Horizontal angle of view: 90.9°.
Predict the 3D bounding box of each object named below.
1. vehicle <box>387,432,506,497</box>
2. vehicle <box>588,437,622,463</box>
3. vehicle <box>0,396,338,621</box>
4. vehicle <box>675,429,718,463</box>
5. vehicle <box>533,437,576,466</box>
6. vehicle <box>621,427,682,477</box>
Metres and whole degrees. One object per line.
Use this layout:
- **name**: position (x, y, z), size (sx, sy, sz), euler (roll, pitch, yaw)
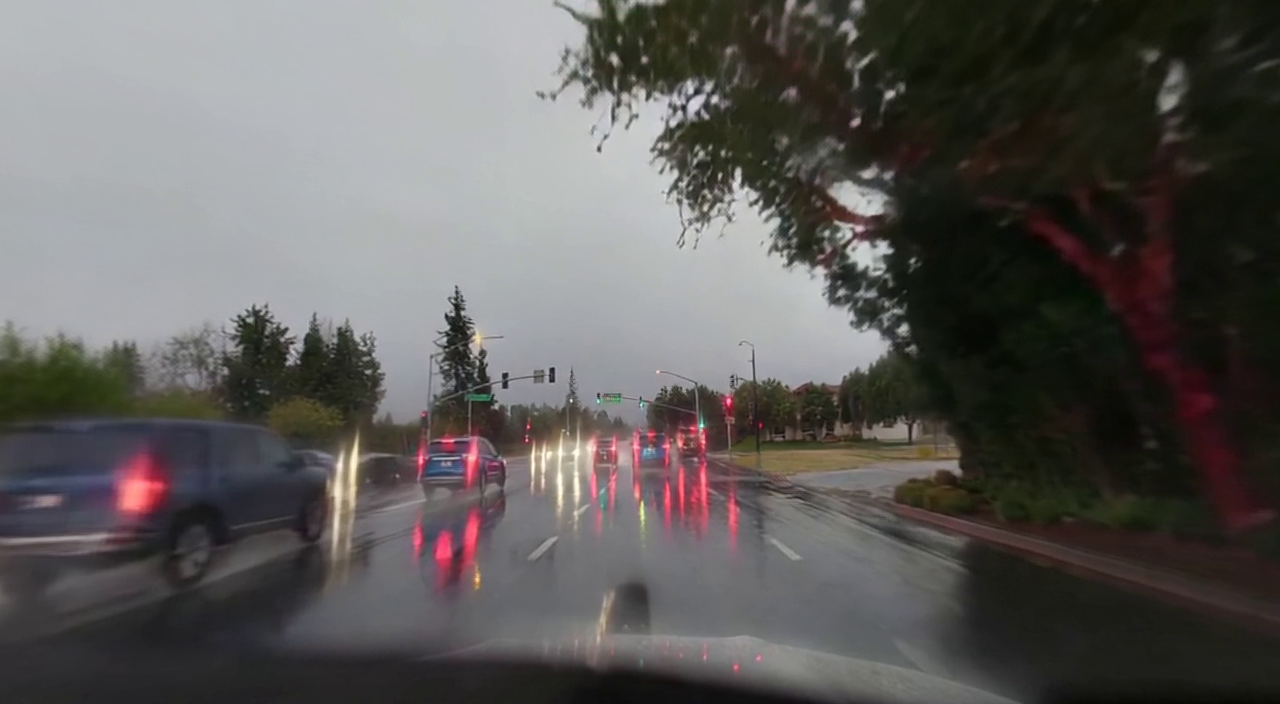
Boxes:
- **vehicle**: position (-5.511, 3.263, 18.675), size (2.052, 1.664, 4.476), euler (0, -9, 1)
- **vehicle**: position (-2.303, 6.648, 42.948), size (2.058, 1.659, 4.514), euler (0, -8, 0)
- **vehicle**: position (-5.445, 1.513, 7.029), size (2.193, 1.687, 4.507), euler (0, -9, -5)
- **vehicle**: position (3.666, 6.255, 42.047), size (2.338, 2.063, 5.672), euler (0, -9, 0)
- **vehicle**: position (-5.285, 6.237, 39.464), size (2.108, 1.689, 4.316), euler (0, -8, 0)
- **vehicle**: position (0.442, 3.991, 25.262), size (2.235, 1.778, 4.178), euler (0, -8, 1)
